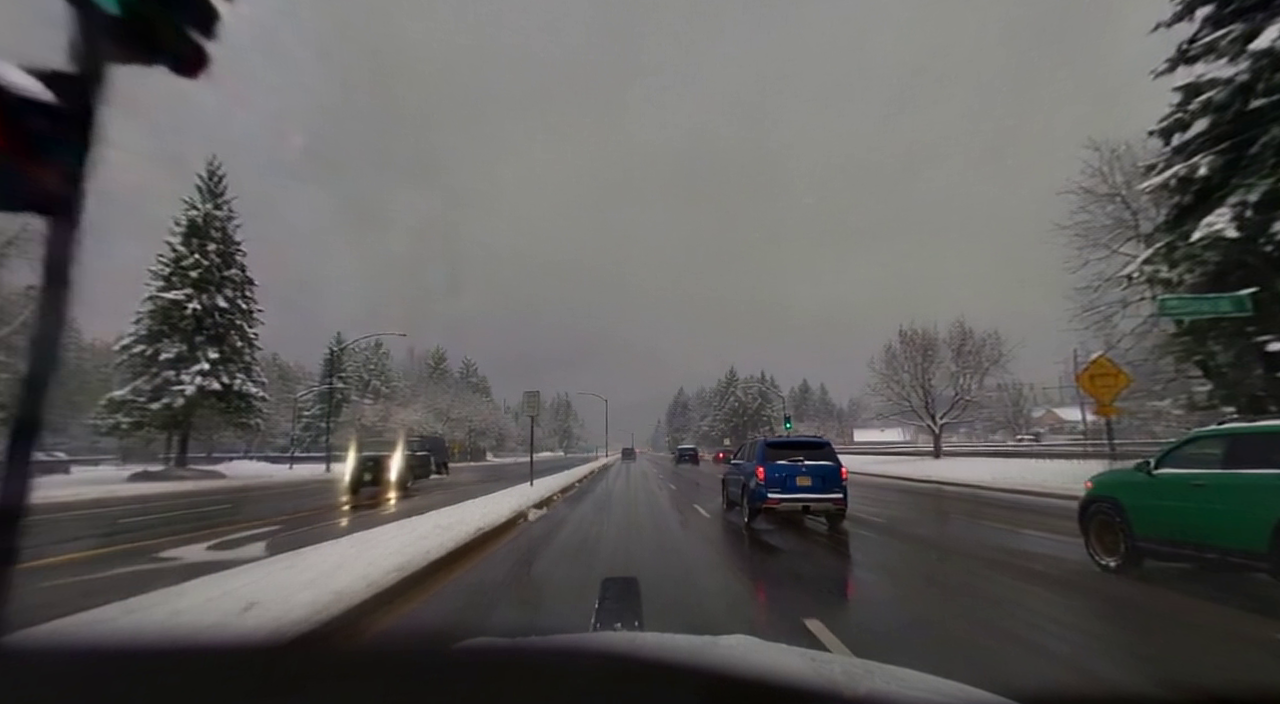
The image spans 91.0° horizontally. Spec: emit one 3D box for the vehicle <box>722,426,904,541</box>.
[{"bbox_3d":[2.874,2.289,11.579,2.075,1.698,4.142,0,-8,-1],"label":"vehicle"}]

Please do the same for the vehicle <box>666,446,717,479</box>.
[{"bbox_3d":[2.437,5.342,30.845,1.980,1.484,4.093,0,-8,-2],"label":"vehicle"}]

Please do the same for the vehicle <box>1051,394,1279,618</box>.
[{"bbox_3d":[6.282,1.309,5.477,2.153,1.811,4.595,0,-8,-2],"label":"vehicle"}]

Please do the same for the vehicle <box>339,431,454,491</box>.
[{"bbox_3d":[-9.240,4.173,24.524,2.215,2.062,5.360,0,-8,1],"label":"vehicle"}]
